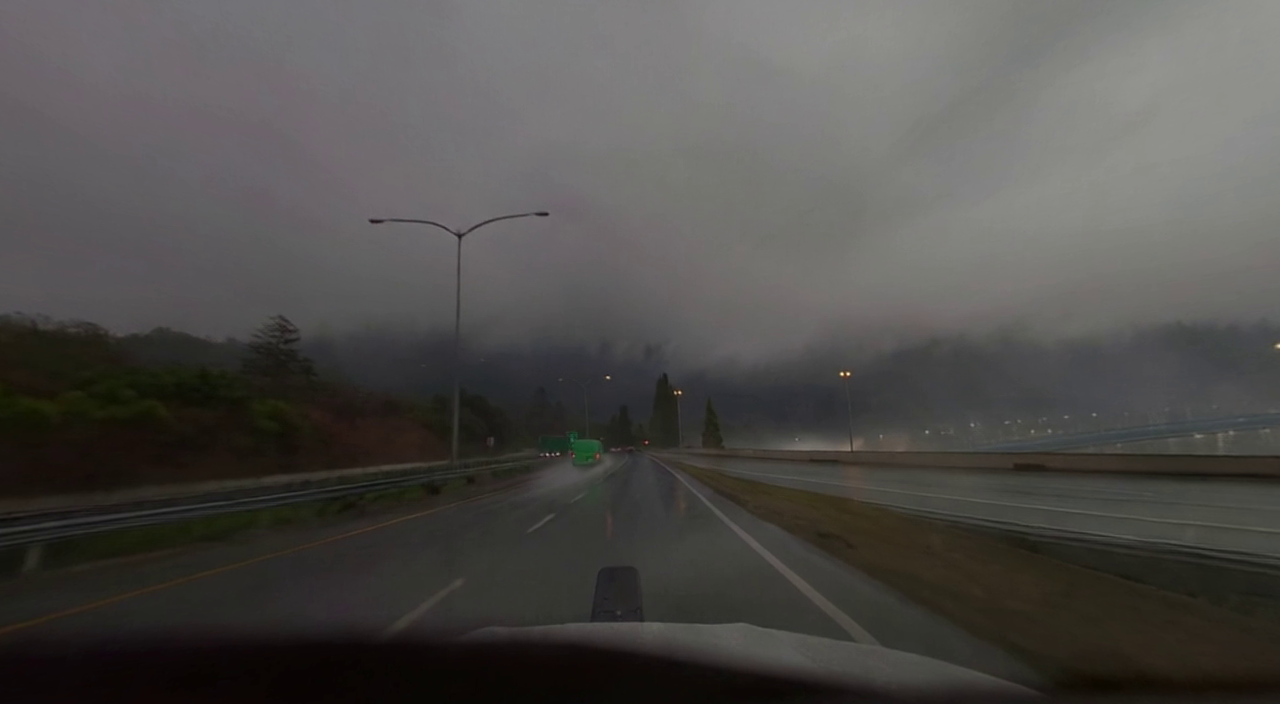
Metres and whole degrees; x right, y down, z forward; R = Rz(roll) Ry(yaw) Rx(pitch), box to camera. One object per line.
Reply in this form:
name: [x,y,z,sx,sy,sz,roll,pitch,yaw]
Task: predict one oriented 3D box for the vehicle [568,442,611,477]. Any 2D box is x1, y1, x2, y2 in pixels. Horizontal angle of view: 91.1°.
vehicle: [-3.027,6.612,38.878,2.270,2.023,4.632,0,-9,0]
